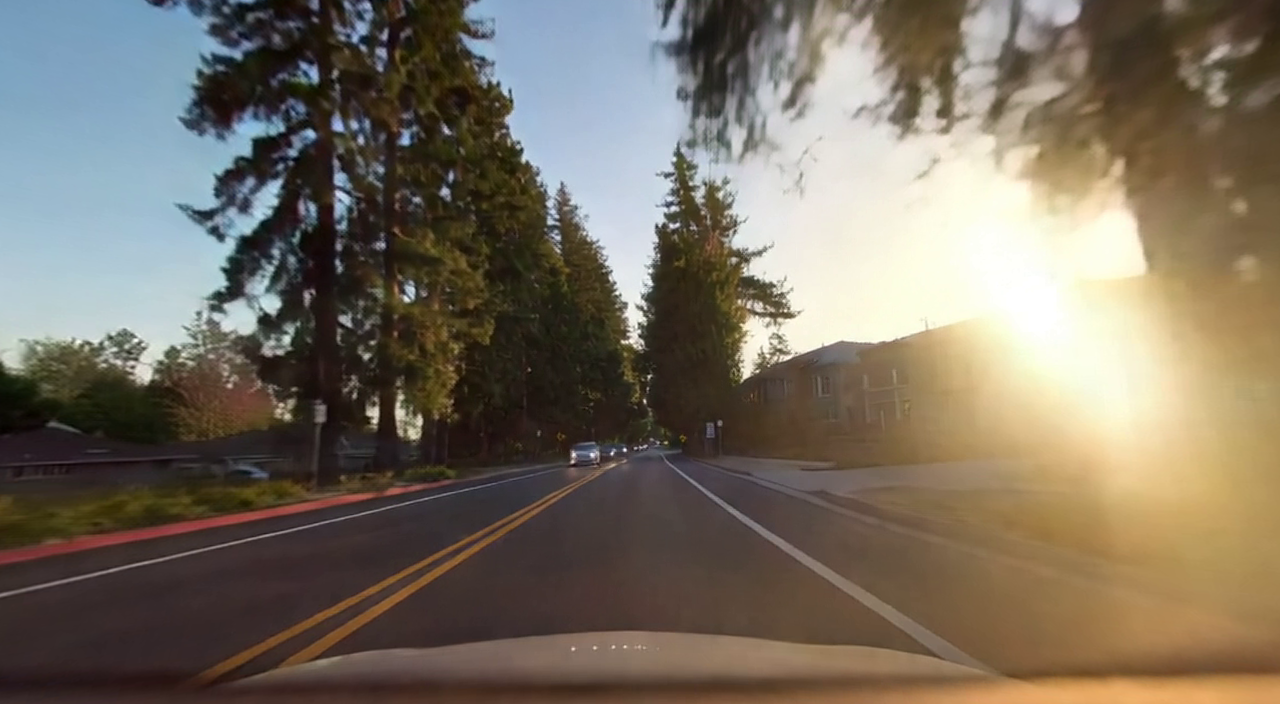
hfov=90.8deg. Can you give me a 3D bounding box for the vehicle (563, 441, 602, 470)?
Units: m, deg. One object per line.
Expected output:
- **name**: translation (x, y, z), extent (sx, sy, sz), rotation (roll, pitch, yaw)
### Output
- **vehicle**: translation (-3.703, 6.694, 41.174), extent (1.984, 1.705, 4.346), rotation (-1, -8, 2)
